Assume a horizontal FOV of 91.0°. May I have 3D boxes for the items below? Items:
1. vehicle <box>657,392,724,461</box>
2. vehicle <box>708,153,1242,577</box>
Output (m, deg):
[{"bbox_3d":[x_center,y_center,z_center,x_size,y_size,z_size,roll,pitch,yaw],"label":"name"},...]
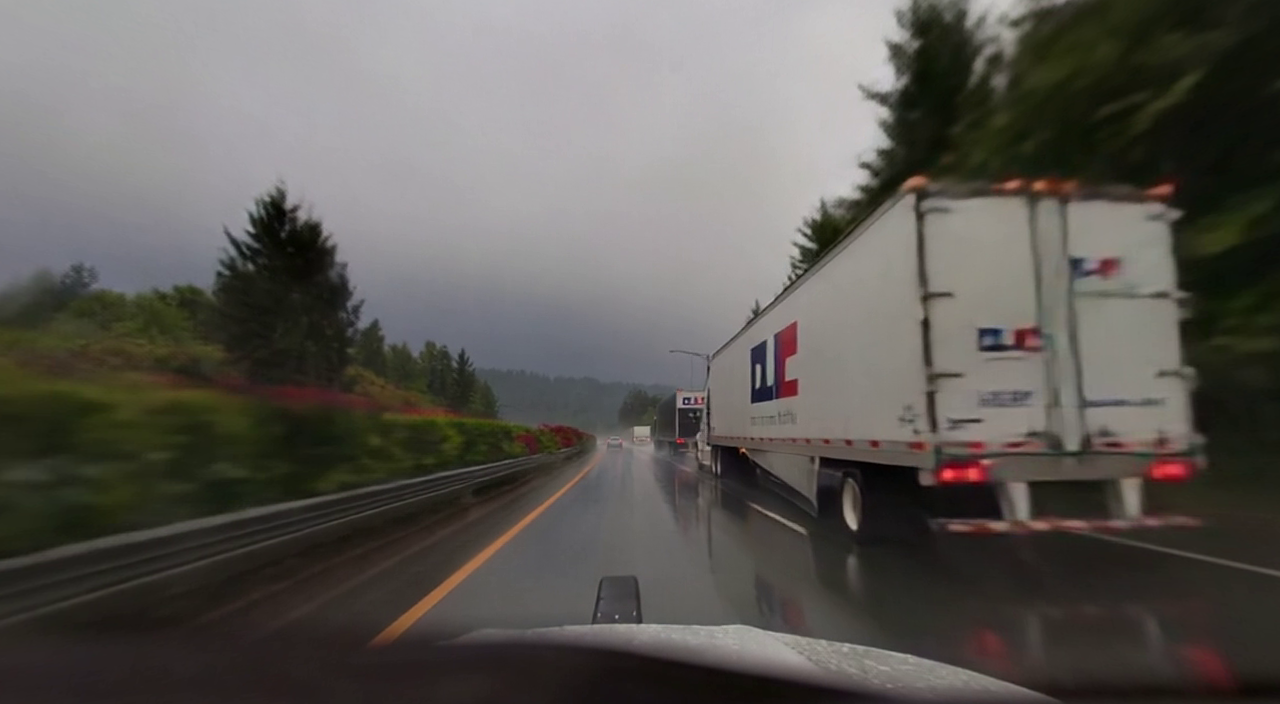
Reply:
[{"bbox_3d":[3.164,5.379,44.087,2.871,4.072,14.183,0,-8,-3],"label":"vehicle"},{"bbox_3d":[3.862,1.048,13.243,2.863,4.031,14.678,0,-8,-1],"label":"vehicle"}]
